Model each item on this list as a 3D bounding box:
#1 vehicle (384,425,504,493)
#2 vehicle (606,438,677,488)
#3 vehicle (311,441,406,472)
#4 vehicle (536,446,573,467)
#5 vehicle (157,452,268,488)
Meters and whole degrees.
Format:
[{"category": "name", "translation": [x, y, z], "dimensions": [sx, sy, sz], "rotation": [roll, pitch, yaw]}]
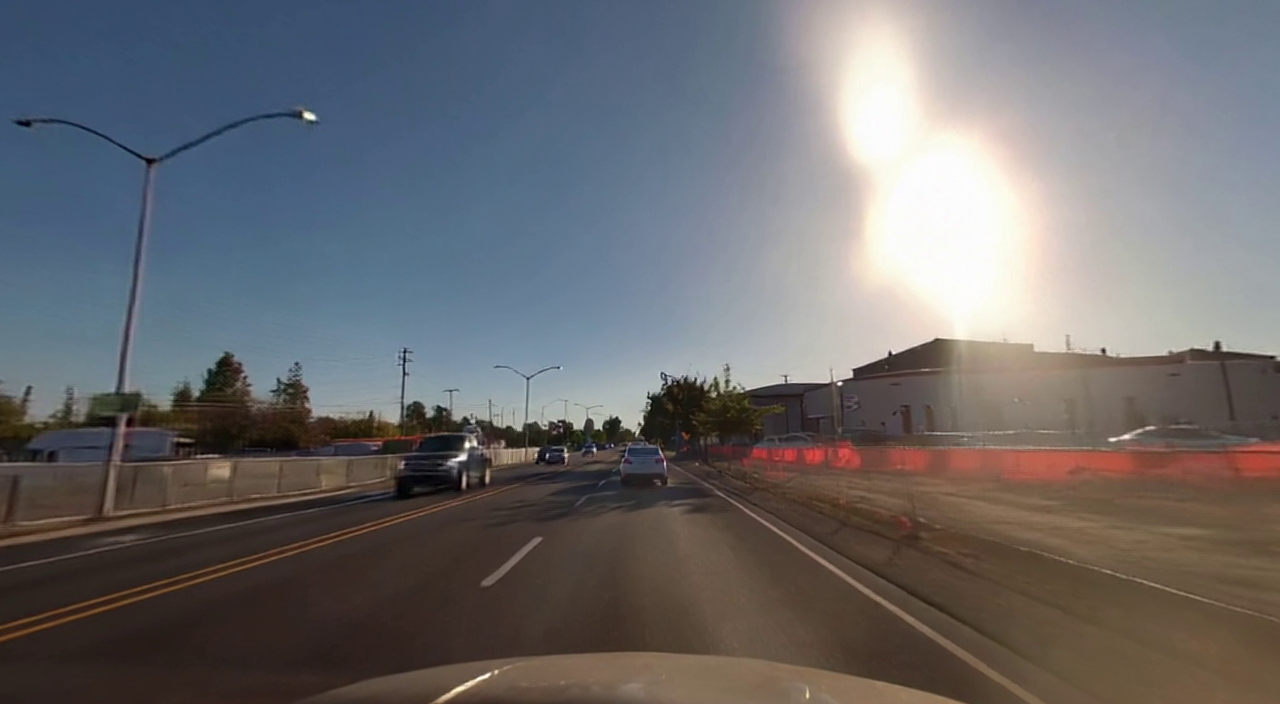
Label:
[{"category": "vehicle", "translation": [-6.804, 3.799, 22.648], "dimensions": [2.340, 2.103, 5.526], "rotation": [0, -9, 2]}, {"category": "vehicle", "translation": [0.043, 3.691, 21.243], "dimensions": [2.144, 1.514, 4.063], "rotation": [0, -9, 0]}, {"category": "vehicle", "translation": [-18.077, 6.736, 40.459], "dimensions": [5.085, 1.906, 2.153], "rotation": [0, -9, 2]}, {"category": "vehicle", "translation": [-6.241, 7.679, 46.374], "dimensions": [1.985, 1.505, 4.143], "rotation": [0, -9, 3]}, {"category": "vehicle", "translation": [-20.370, 5.593, 29.951], "dimensions": [4.332, 1.560, 1.841], "rotation": [-2, -9, 15]}]
